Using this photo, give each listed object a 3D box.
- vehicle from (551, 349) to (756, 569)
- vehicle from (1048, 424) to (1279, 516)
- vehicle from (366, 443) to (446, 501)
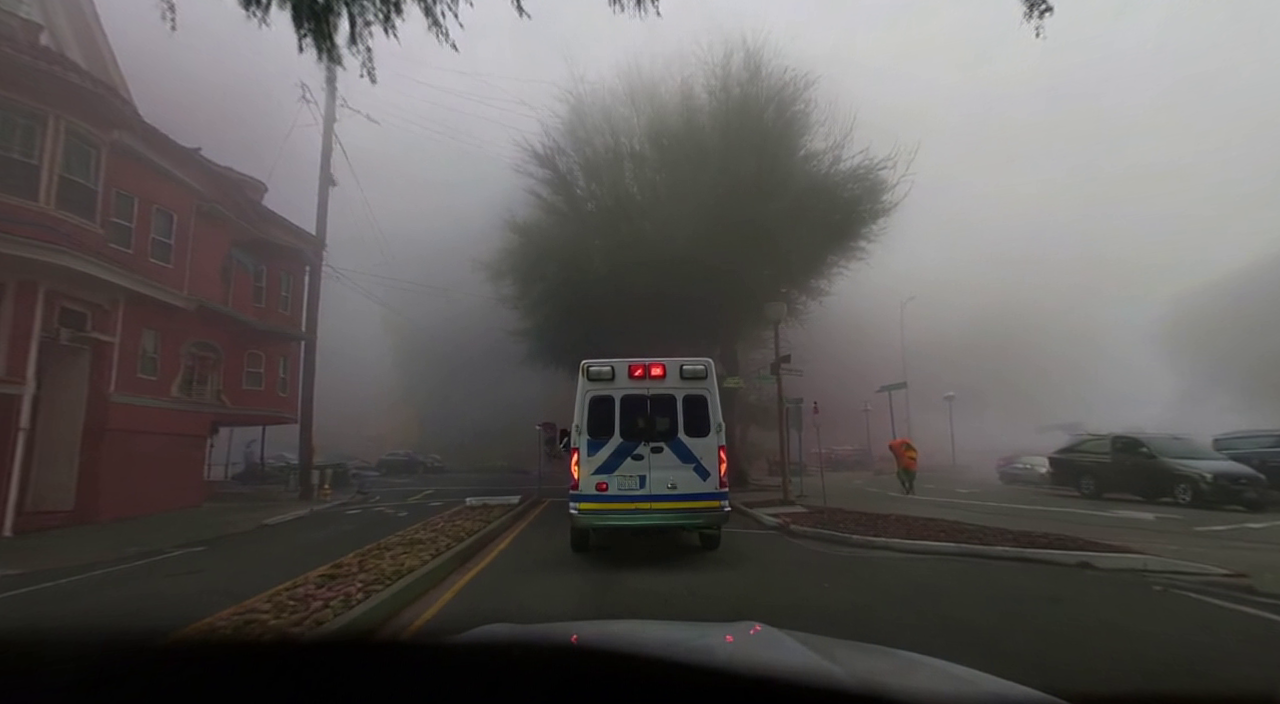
[{"bbox_3d":[0.158,1.681,10.440,2.444,2.640,5.482,0,-8,0],"label":"vehicle"},{"bbox_3d":[13.237,2.766,15.061,5.270,1.966,2.329,-2,-9,11],"label":"vehicle"},{"bbox_3d":[-8.385,4.132,22.351,2.290,1.776,4.947,3,-9,-23],"label":"vehicle"}]
